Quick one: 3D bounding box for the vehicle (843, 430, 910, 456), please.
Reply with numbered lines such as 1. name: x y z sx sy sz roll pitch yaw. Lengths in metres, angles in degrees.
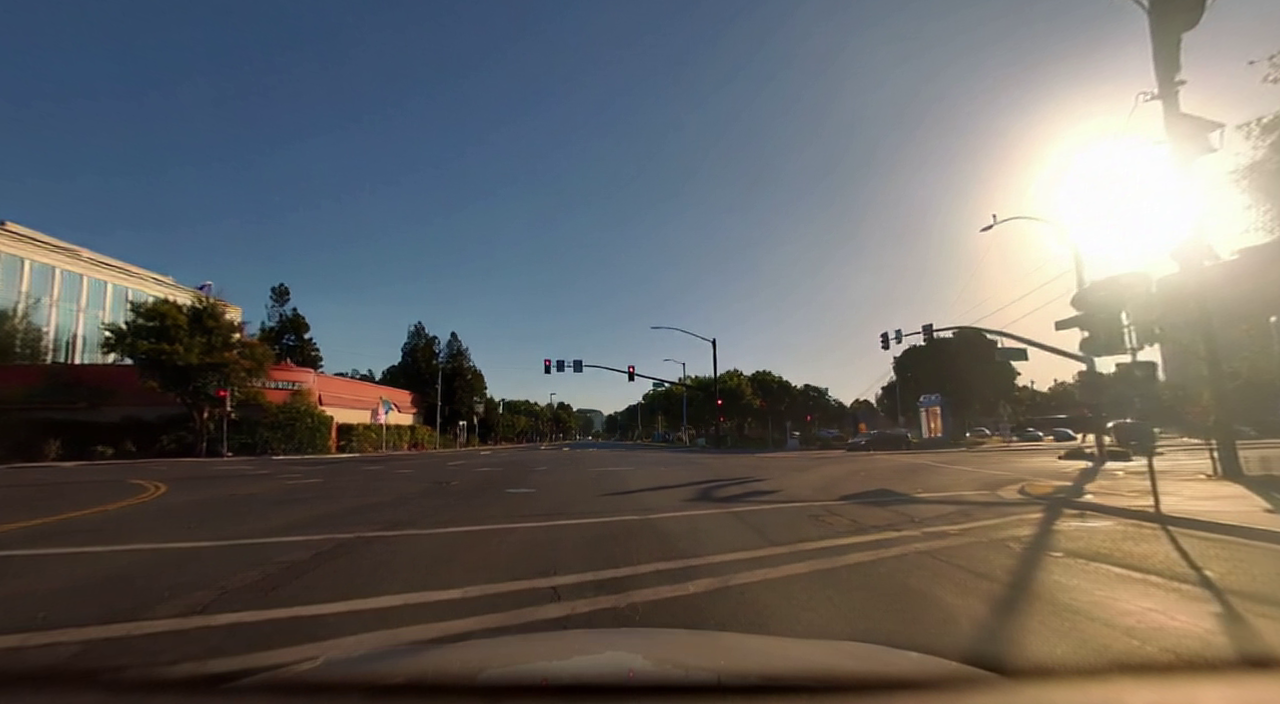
1. vehicle: 17.672 6.791 47.141 4.600 1.783 1.970 4 -10 -26
